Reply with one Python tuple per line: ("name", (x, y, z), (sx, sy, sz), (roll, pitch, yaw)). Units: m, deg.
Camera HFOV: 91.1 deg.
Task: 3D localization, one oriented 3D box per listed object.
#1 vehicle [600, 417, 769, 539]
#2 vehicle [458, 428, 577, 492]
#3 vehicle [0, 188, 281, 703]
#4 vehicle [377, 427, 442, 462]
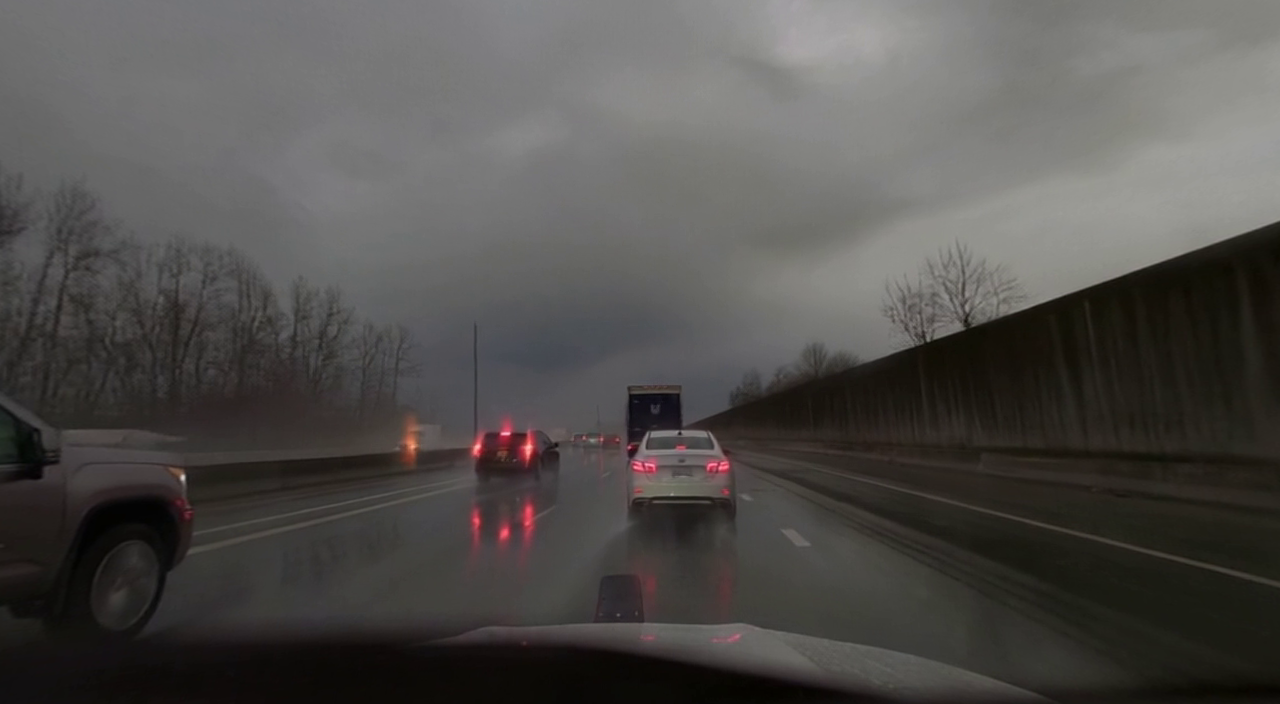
("vehicle", (0.664, 1.842, 9.900), (2.089, 1.485, 4.153), (-1, -8, 3))
("vehicle", (-3.073, 2.806, 16.829), (2.087, 1.457, 4.313), (-1, -8, 4))
("vehicle", (-4.104, 0.366, 1.912), (2.386, 2.435, 5.831), (0, -8, 2))
("vehicle", (-16.979, 6.827, 46.696), (2.305, 2.396, 5.841), (-1, -8, 3))
